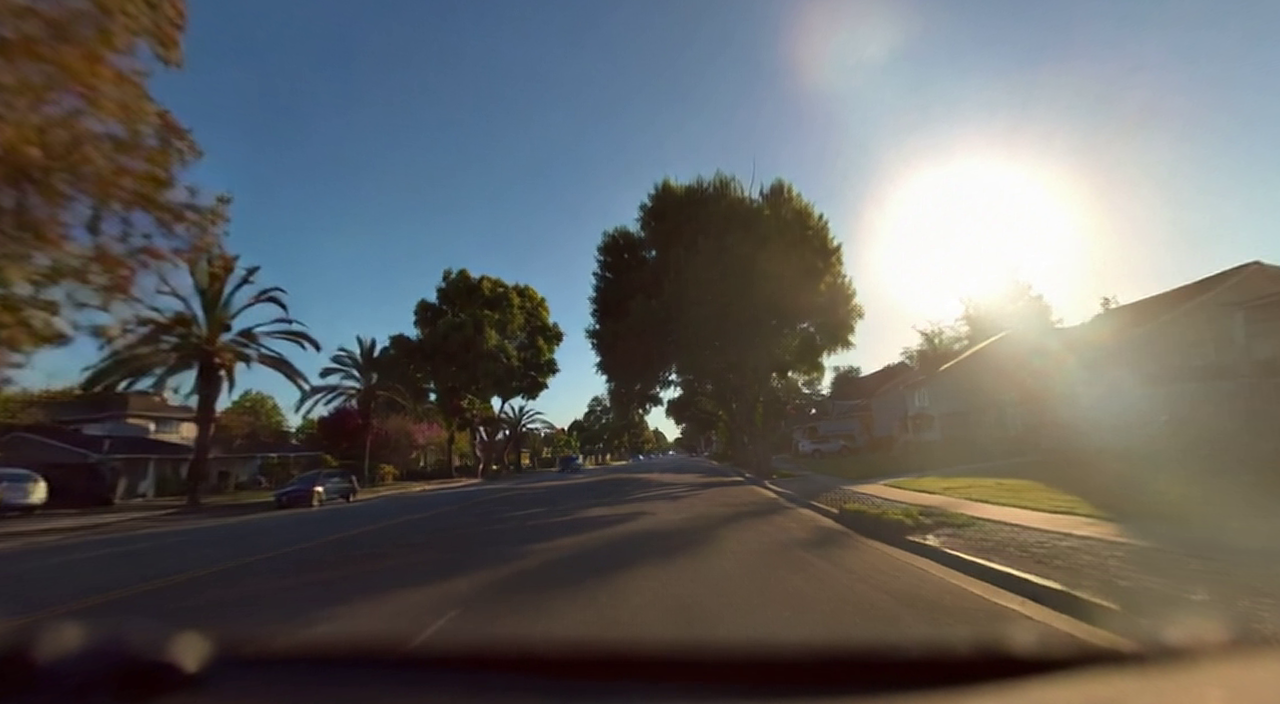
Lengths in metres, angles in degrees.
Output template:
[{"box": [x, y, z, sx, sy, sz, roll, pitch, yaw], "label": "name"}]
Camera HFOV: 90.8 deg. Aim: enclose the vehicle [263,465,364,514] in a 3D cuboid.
[{"box": [-13.034, 5.462, 25.516, 1.804, 1.498, 4.136, -5, -8, 2], "label": "vehicle"}]
